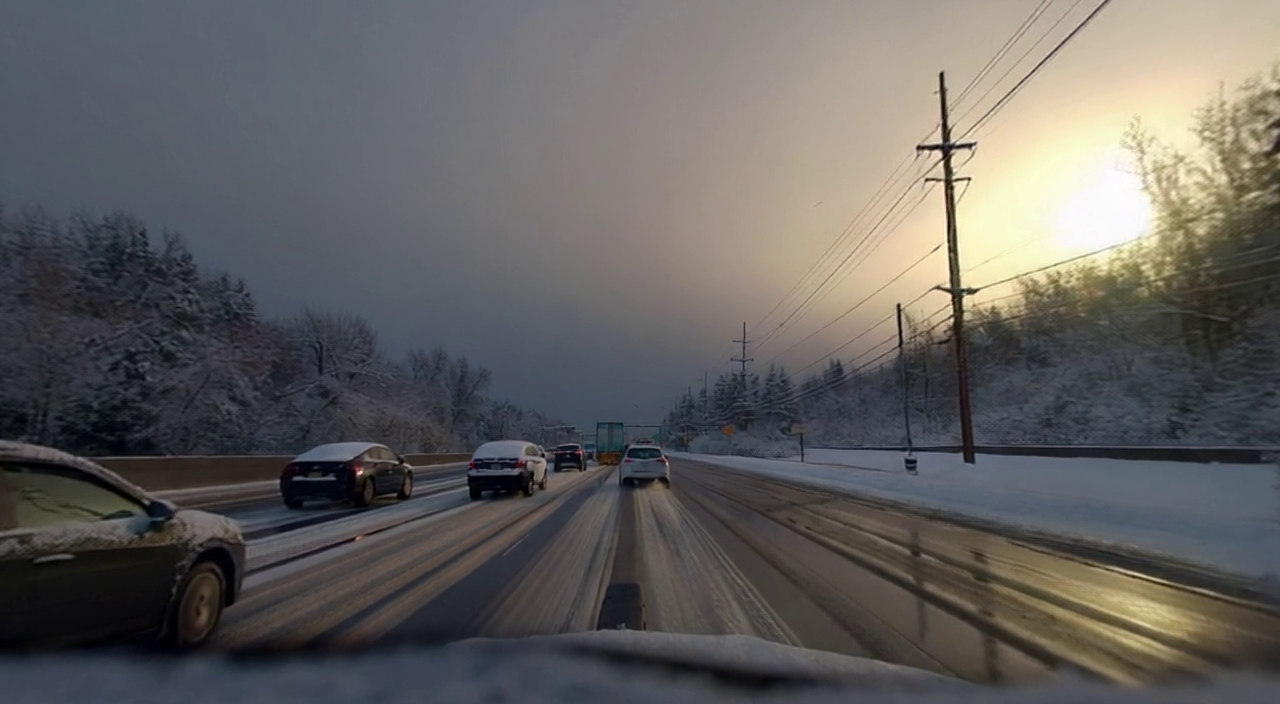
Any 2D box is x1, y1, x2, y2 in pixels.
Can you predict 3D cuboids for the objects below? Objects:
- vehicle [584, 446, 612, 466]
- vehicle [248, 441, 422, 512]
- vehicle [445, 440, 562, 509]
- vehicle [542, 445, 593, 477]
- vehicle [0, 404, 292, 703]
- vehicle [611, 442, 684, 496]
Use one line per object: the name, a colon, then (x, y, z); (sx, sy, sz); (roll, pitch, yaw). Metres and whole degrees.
vehicle: (-3.115, 7.846, 47.680); (1.840, 1.439, 3.687); (0, -9, 0)
vehicle: (-7.084, 2.906, 15.283); (1.867, 1.445, 4.499); (0, -9, 2)
vehicle: (-3.199, 2.947, 15.653); (1.912, 1.464, 4.115); (0, -9, 1)
vehicle: (-3.452, 5.256, 30.644); (2.013, 1.437, 3.801); (0, -9, 0)
vehicle: (-3.667, 0.976, 2.642); (1.883, 1.500, 4.373); (0, -9, 1)
vehicle: (0.180, 3.608, 19.905); (2.018, 1.470, 4.491); (0, -9, -1)
